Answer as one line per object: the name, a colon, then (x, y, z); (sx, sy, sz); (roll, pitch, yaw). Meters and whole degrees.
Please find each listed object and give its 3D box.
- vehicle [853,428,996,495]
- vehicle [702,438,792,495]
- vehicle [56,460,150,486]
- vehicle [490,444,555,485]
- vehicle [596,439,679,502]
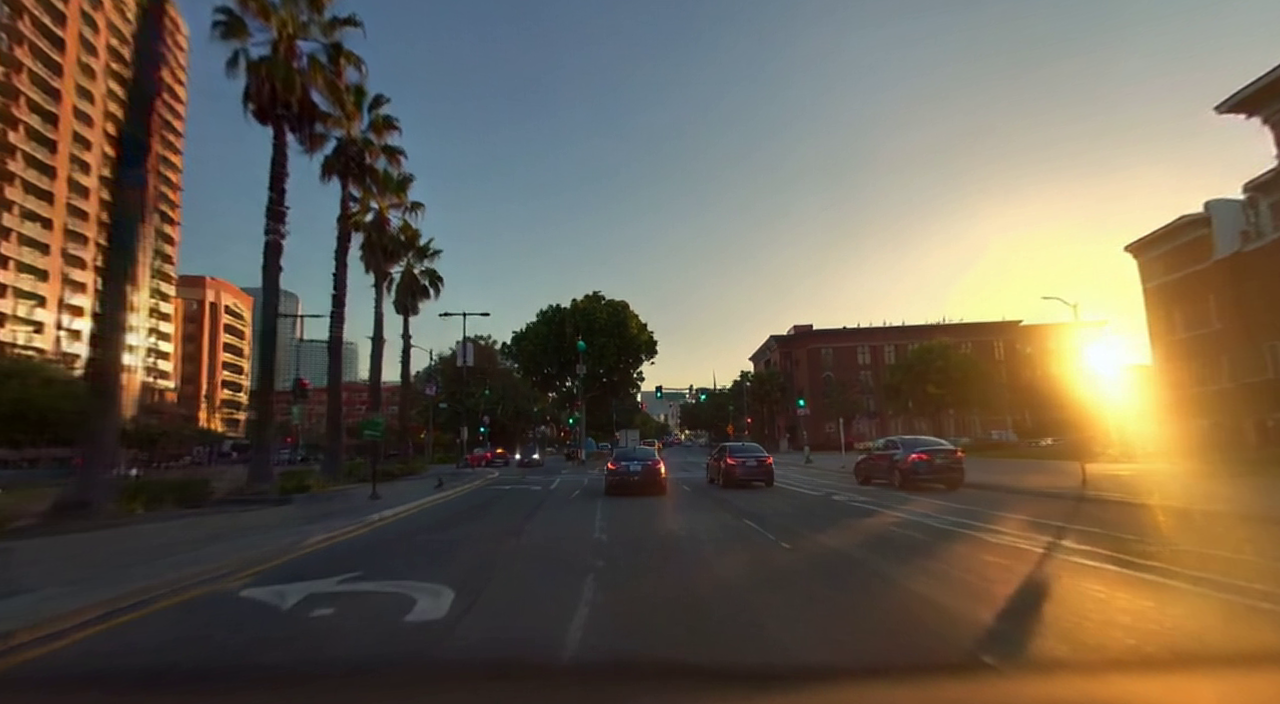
vehicle: (8.050, 3.140, 18.448); (2.000, 1.685, 4.487); (0, -9, -1)
vehicle: (3.084, 3.371, 18.920); (1.909, 1.500, 3.524); (0, -9, -3)
vehicle: (-41.461, 9.303, 48.811); (5.791, 1.900, 2.283); (-2, -9, 12)
vehicle: (-4.697, 4.549, 25.968); (1.977, 1.501, 4.435); (0, -9, -2)
vehicle: (-0.116, 3.185, 17.361); (2.048, 1.503, 3.681); (0, -9, -2)
